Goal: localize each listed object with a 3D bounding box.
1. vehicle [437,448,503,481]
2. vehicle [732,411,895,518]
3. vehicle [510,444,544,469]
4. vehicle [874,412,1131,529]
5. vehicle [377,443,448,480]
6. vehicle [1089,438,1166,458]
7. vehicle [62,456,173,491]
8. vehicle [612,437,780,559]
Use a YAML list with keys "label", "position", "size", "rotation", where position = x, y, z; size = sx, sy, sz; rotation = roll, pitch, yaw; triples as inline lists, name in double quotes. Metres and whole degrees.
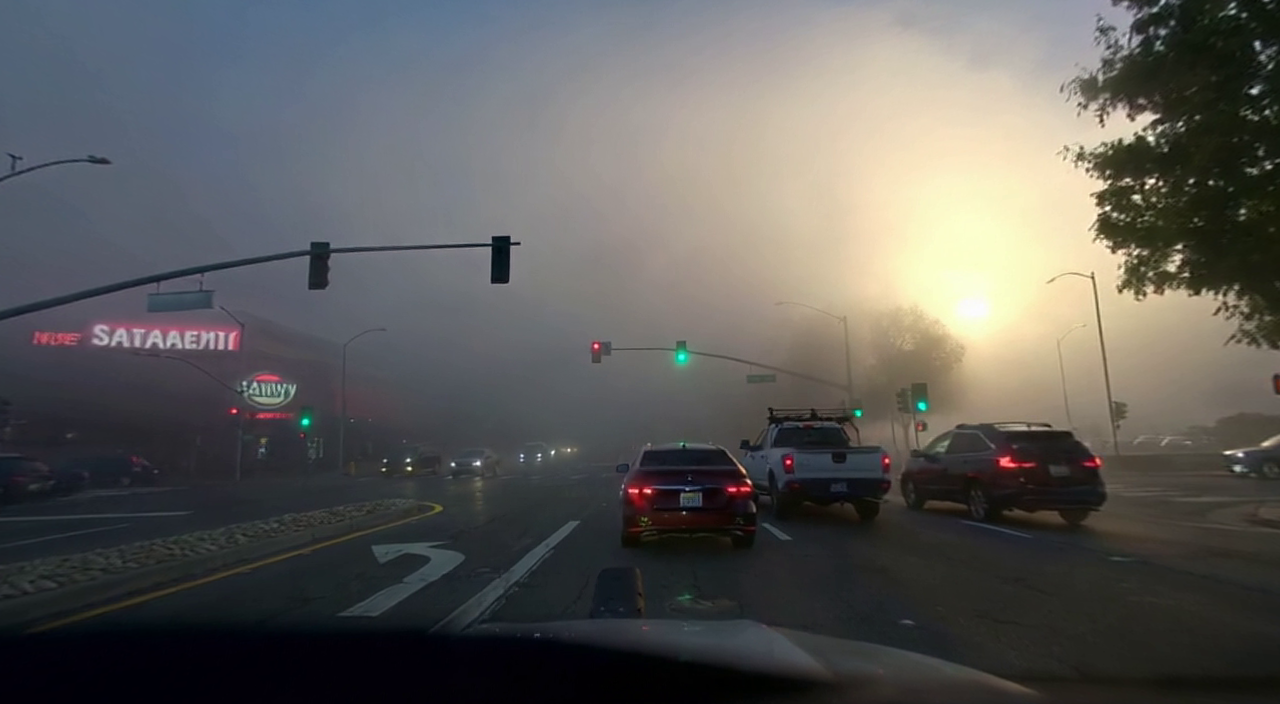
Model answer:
- label: "vehicle"
  position: [-8.185, 5.438, 30.788]
  size: [2.002, 1.469, 4.301]
  rotation: [0, -8, 0]
- label: "vehicle"
  position: [3.854, 2.626, 15.290]
  size: [2.358, 2.116, 5.328]
  rotation: [0, -8, -1]
- label: "vehicle"
  position: [-8.491, 7.828, 47.653]
  size: [1.904, 1.789, 4.021]
  rotation: [0, -8, -1]
- label: "vehicle"
  position: [7.287, 2.445, 13.650]
  size: [2.323, 2.009, 5.266]
  rotation: [0, -8, -1]
- label: "vehicle"
  position: [-12.066, 5.816, 33.793]
  size: [1.991, 1.844, 4.393]
  rotation: [0, -8, 2]
- label: "vehicle"
  position: [36.333, 7.181, 47.074]
  size: [4.230, 1.449, 1.782]
  rotation: [0, -8, 2]
- label: "vehicle"
  position: [-29.064, 6.734, 35.148]
  size: [4.789, 1.828, 2.025]
  rotation: [-2, -8, 11]
- label: "vehicle"
  position: [0.610, 2.053, 9.607]
  size: [2.038, 1.447, 3.756]
  rotation: [0, -8, -2]
